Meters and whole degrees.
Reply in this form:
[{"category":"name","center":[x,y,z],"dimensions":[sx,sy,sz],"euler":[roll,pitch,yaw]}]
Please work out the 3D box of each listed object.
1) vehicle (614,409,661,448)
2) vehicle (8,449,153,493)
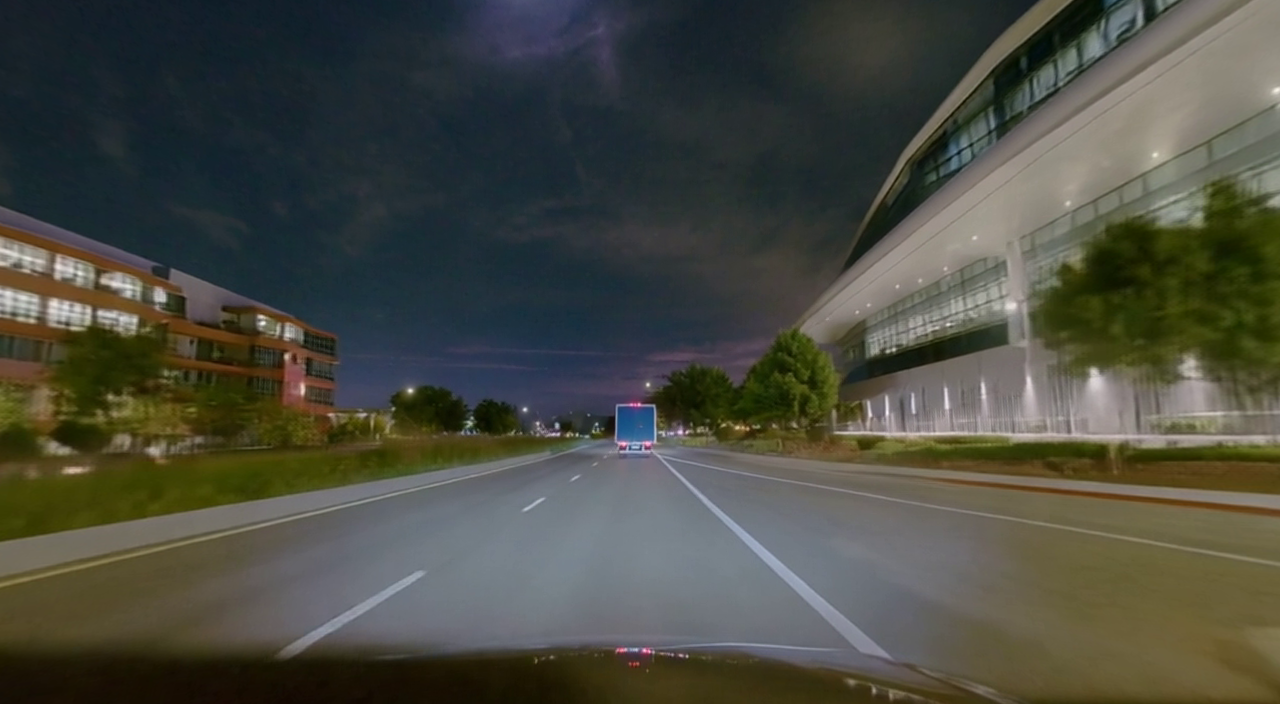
[{"category":"vehicle","center":[-0.220,4.012,32.464],"dimensions":[2.178,1.829,4.932],"euler":[0,-9,-3]},{"category":"vehicle","center":[-20.481,4.338,23.379],"dimensions":[1.744,1.467,3.945],"euler":[0,-9,0]}]
